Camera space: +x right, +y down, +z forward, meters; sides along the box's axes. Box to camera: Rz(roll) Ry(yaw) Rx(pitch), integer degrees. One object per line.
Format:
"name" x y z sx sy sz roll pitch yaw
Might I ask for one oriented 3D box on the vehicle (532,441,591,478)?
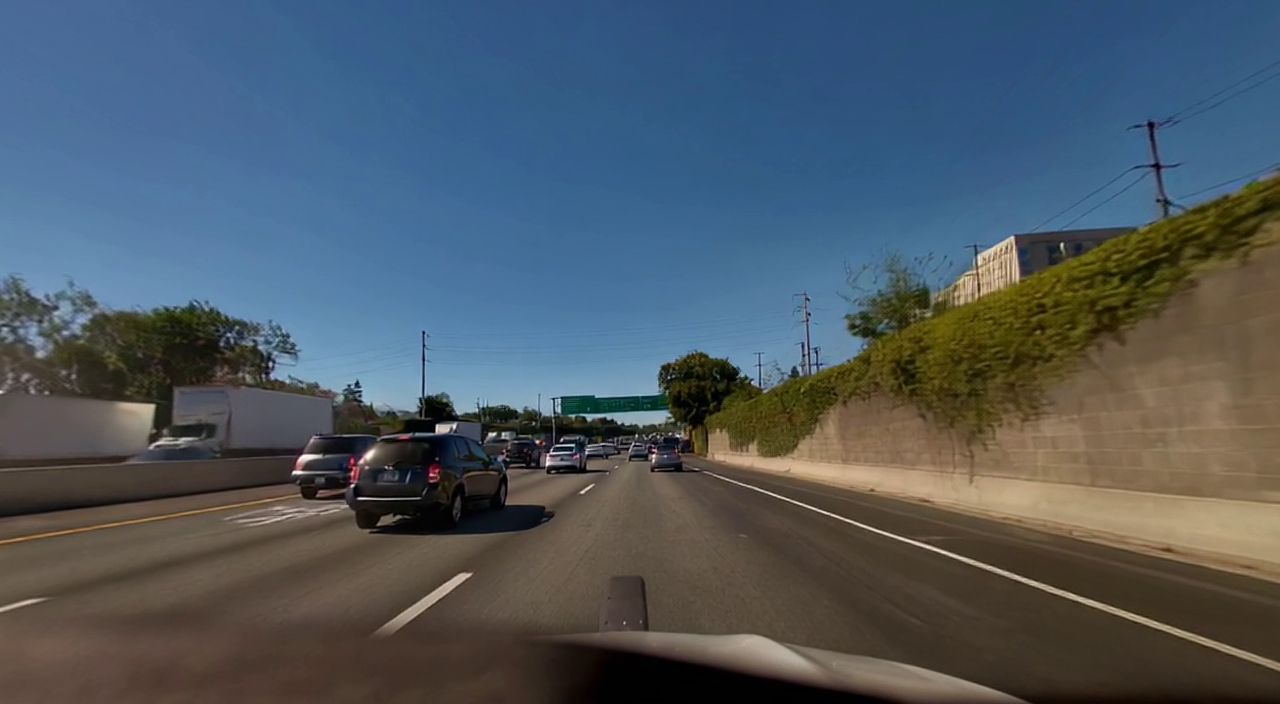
"vehicle" -3.475 4.850 28.774 2.049 1.530 4.707 0 -8 1

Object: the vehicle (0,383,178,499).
"vehicle" -19.880 2.836 19.978 2.980 3.309 9.603 0 -8 1

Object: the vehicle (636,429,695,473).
"vehicle" 1.256 5.284 33.849 2.793 2.132 5.682 0 -8 -1

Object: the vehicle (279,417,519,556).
"vehicle" -3.470 2.021 10.224 2.026 1.719 4.490 0 -8 1

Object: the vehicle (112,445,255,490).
"vehicle" -16.282 4.093 22.809 1.887 1.438 4.313 0 -8 1
